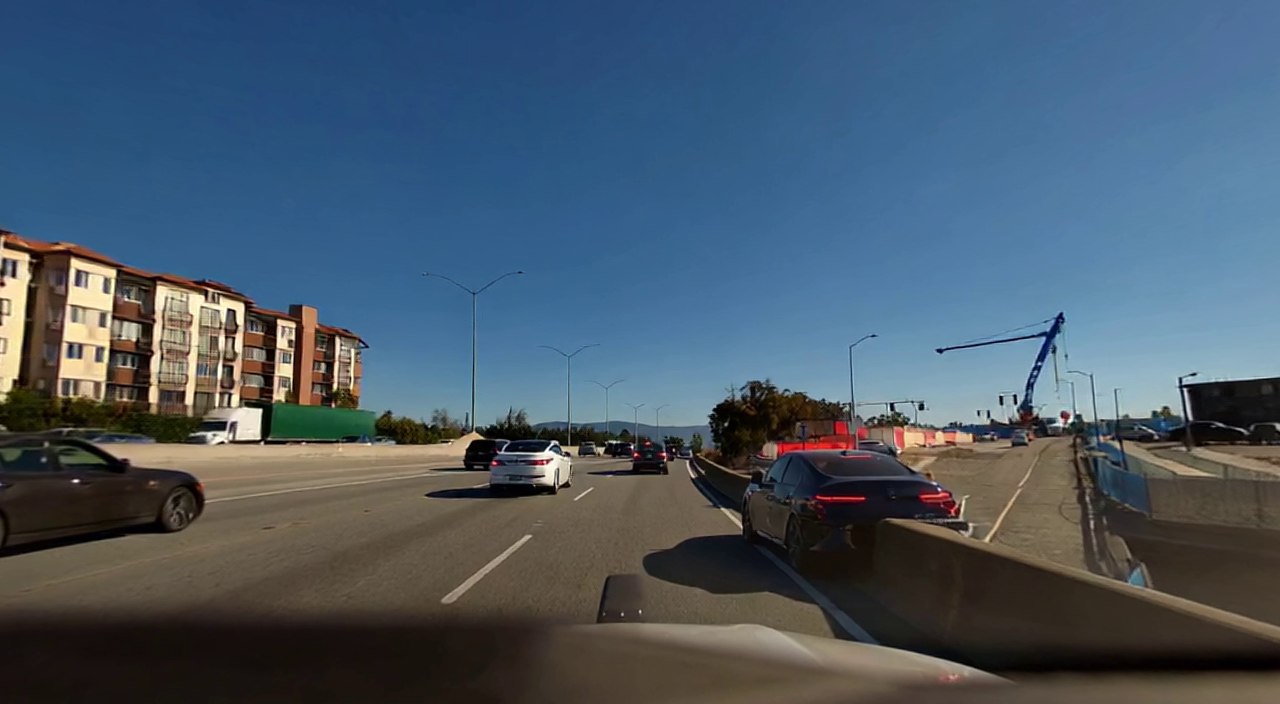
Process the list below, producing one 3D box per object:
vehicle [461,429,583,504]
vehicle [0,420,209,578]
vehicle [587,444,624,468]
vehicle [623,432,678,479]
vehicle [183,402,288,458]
[{"bbox_3d":[-2.863,2.917,16.481,2.109,1.657,4.554,0,-8,2],"label":"vehicle"},{"bbox_3d":[-7.022,1.459,6.463,1.959,1.486,4.460,0,-8,1],"label":"vehicle"},{"bbox_3d":[-2.268,6.957,42.316,2.029,1.497,3.960,0,-8,4],"label":"vehicle"},{"bbox_3d":[0.474,4.266,26.245,2.116,1.763,4.352,0,-8,2],"label":"vehicle"},{"bbox_3d":[-29.497,5.813,46.383,2.979,3.846,6.663,0,-8,2],"label":"vehicle"}]
